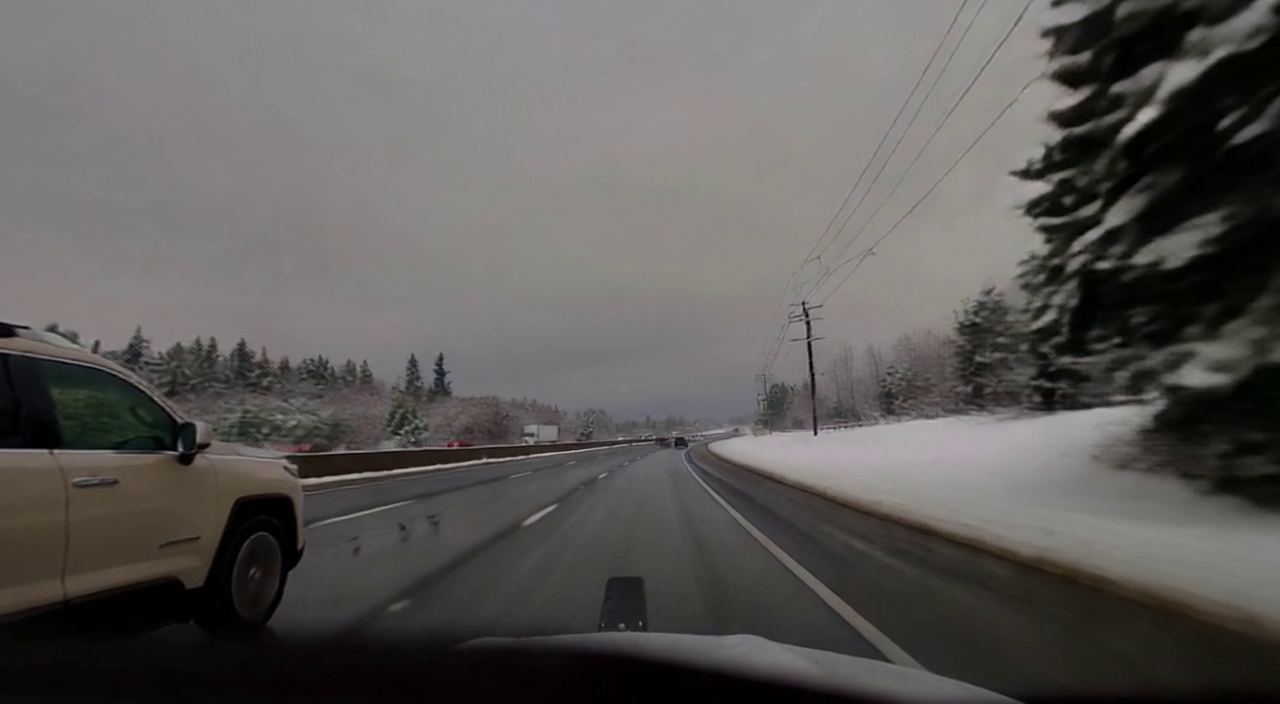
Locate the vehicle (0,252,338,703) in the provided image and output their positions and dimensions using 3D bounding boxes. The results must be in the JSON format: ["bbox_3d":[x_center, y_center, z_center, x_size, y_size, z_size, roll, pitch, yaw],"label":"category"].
[{"bbox_3d":[-3.437,0.615,2.259,2.136,1.975,5.037,0,-8,1],"label":"vehicle"}]
